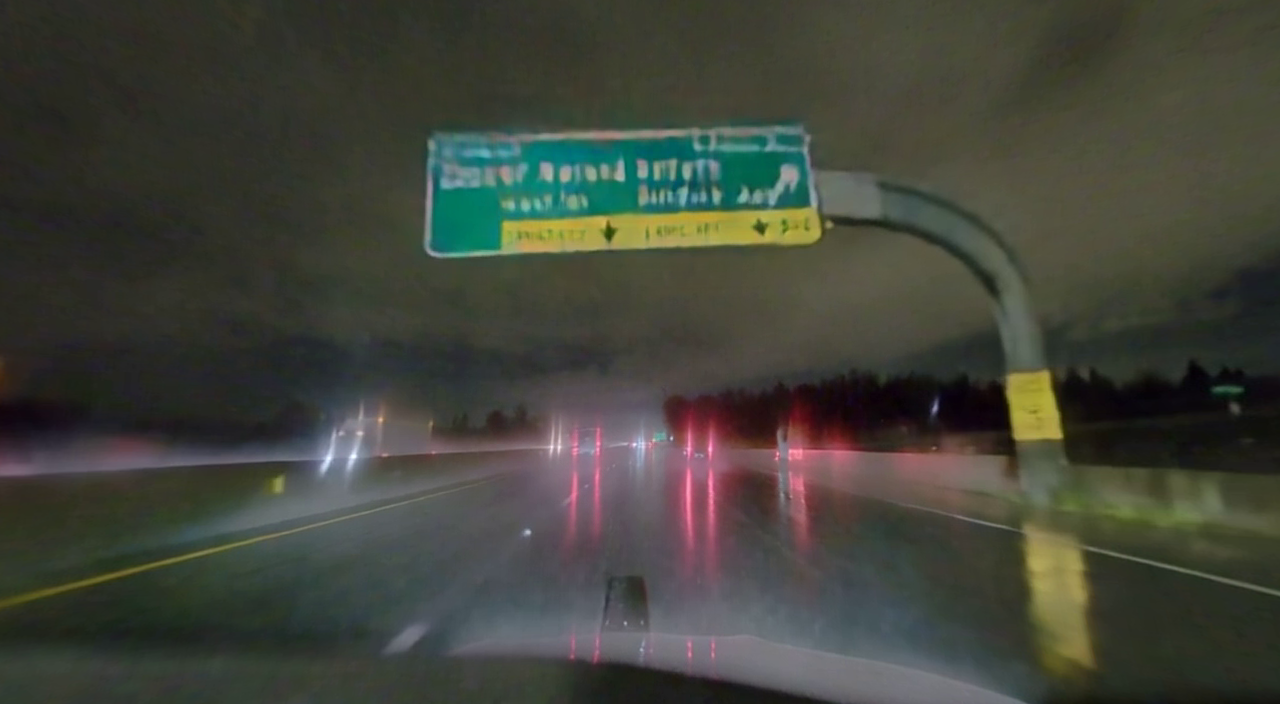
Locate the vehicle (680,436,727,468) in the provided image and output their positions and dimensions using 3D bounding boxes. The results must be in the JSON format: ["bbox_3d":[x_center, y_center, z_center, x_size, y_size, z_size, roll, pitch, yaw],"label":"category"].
[{"bbox_3d":[3.504,5.648,35.574,2.202,1.682,4.188,0,-8,0],"label":"vehicle"}]

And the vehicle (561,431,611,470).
[{"bbox_3d":[-3.005,5.601,35.946,2.291,2.052,4.887,0,-8,1],"label":"vehicle"}]

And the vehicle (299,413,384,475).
[{"bbox_3d":[-21.306,6.618,45.193,2.995,4.089,6.180,0,-8,-1],"label":"vehicle"}]
